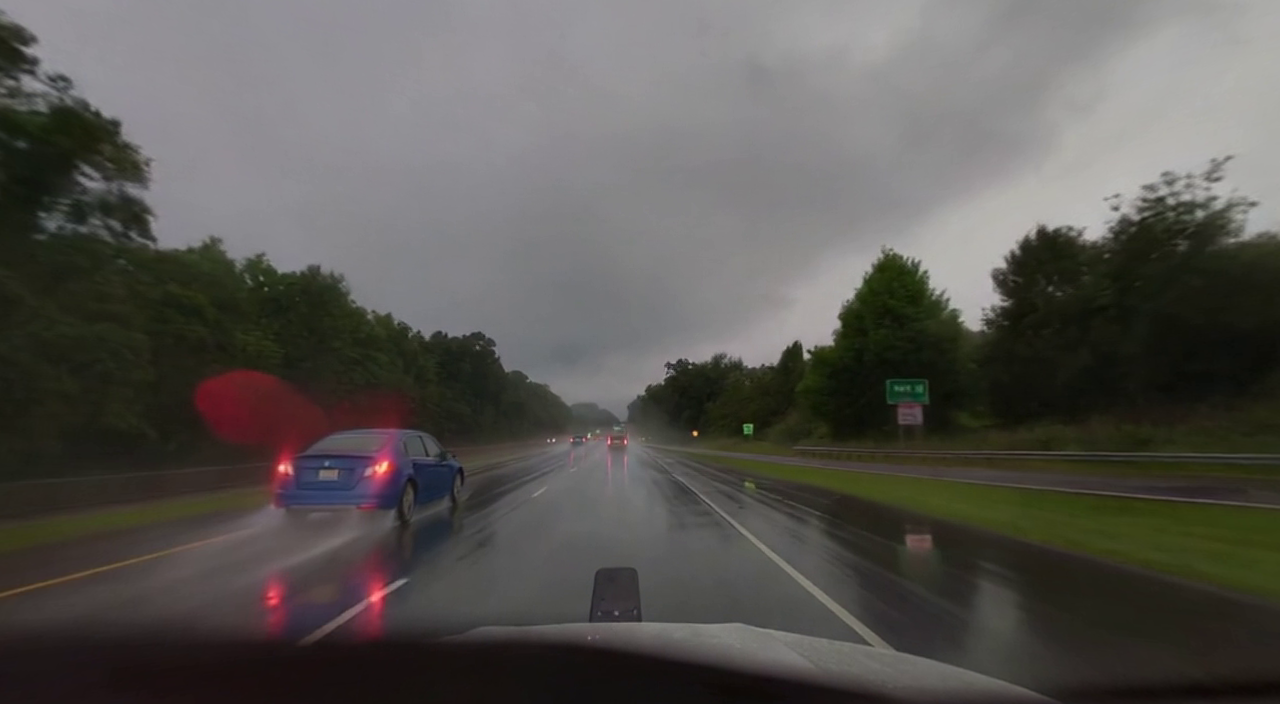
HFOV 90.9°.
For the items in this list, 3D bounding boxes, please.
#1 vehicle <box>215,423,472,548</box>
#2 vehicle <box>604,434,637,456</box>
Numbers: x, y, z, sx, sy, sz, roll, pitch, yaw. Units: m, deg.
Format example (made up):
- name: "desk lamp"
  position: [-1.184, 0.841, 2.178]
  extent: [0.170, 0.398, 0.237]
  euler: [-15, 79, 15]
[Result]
- name: "vehicle"
  position: [-4.092, 1.876, 9.634]
  extent: [1.958, 1.477, 4.121]
  euler: [0, -8, -1]
- name: "vehicle"
  position: [-1.358, 6.532, 44.357]
  extent: [2.162, 1.460, 4.242]
  euler: [0, -8, -2]
